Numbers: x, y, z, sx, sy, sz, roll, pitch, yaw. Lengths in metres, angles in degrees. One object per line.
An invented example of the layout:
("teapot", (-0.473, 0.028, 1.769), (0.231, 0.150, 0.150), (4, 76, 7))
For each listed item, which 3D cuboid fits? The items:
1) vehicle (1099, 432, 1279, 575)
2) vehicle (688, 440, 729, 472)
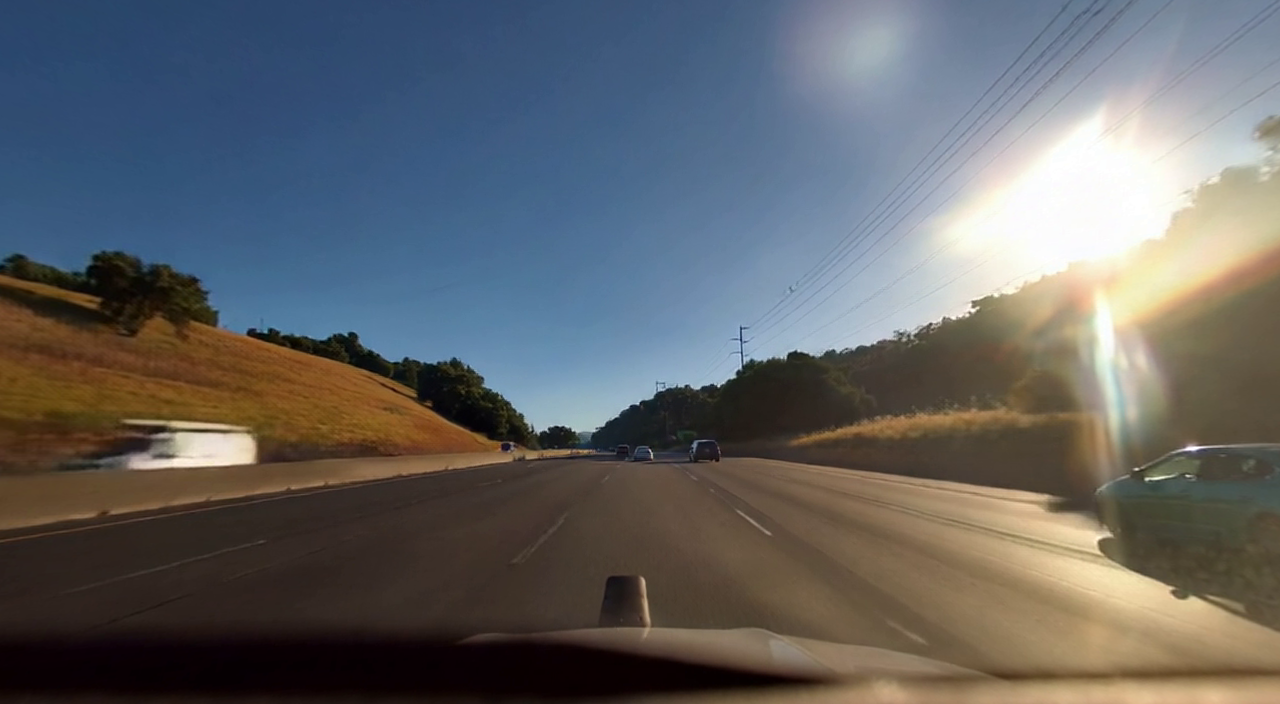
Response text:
("vehicle", (7.974, 1.698, 7.117), (1.970, 1.545, 4.818), (0, -8, 0))
("vehicle", (4.092, 6.313, 38.408), (2.159, 1.782, 4.673), (0, -8, 2))
